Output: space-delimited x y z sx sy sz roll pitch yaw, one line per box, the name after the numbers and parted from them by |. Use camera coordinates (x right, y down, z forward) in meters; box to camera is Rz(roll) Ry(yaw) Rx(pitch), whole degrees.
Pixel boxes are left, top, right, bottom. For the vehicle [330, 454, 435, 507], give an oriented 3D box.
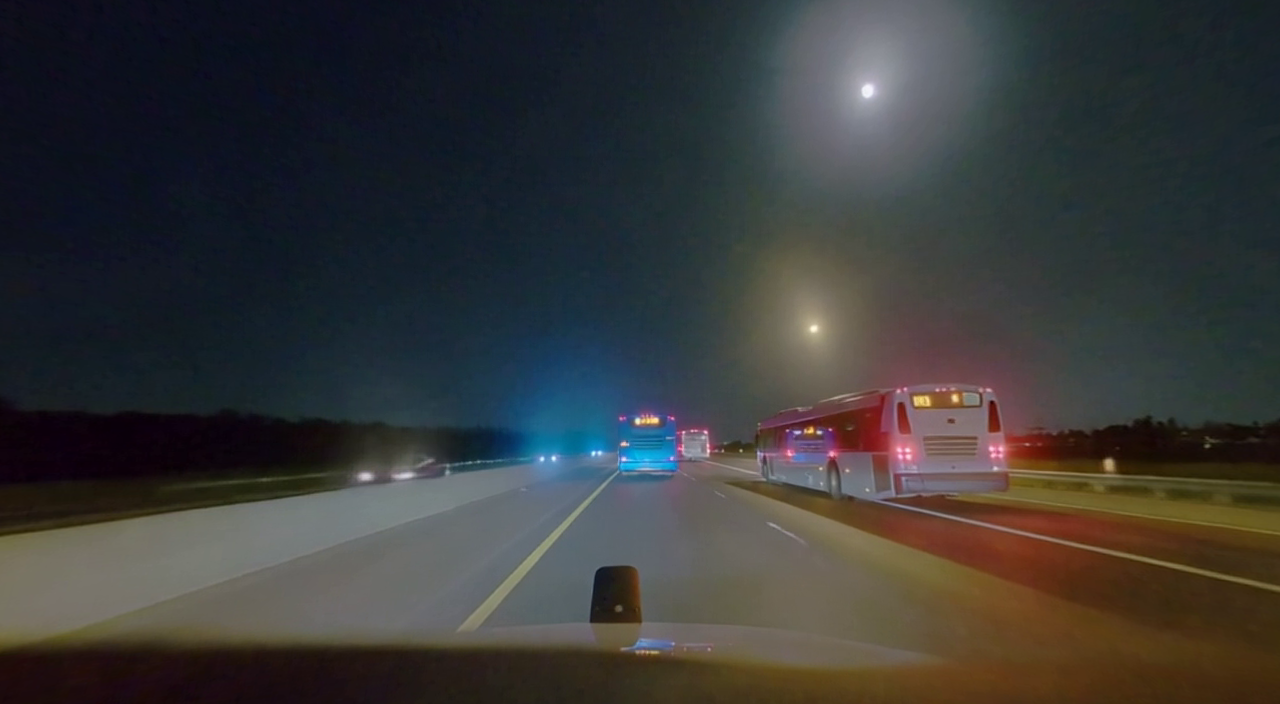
-8.579 4.275 21.301 1.867 1.536 3.985 -1 -9 0 | vehicle

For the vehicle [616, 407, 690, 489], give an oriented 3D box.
0.369 3.613 23.680 2.414 2.675 5.574 0 -9 -1 | vehicle
